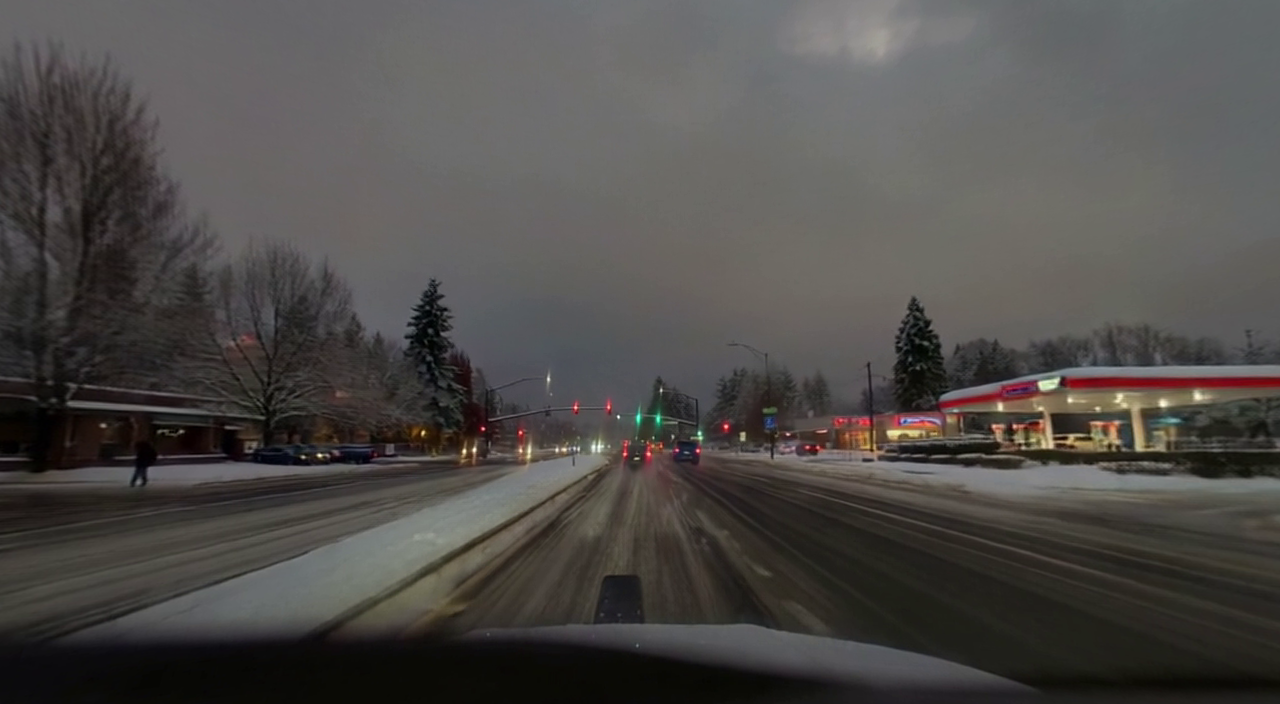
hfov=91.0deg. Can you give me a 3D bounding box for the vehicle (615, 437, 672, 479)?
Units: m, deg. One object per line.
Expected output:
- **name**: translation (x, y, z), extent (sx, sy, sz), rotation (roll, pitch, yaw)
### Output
- **vehicle**: translation (0.091, 4.297, 25.801), extent (2.145, 1.572, 4.021), rotation (0, -8, -1)

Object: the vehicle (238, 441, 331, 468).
- **vehicle**: translation (-27.109, 7.871, 48.279), extent (6.027, 1.805, 2.010), rotation (3, -11, -26)

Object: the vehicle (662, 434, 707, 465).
- **vehicle**: translation (3.149, 7.170, 46.316), extent (2.731, 2.101, 6.047), rotation (0, -8, -1)
